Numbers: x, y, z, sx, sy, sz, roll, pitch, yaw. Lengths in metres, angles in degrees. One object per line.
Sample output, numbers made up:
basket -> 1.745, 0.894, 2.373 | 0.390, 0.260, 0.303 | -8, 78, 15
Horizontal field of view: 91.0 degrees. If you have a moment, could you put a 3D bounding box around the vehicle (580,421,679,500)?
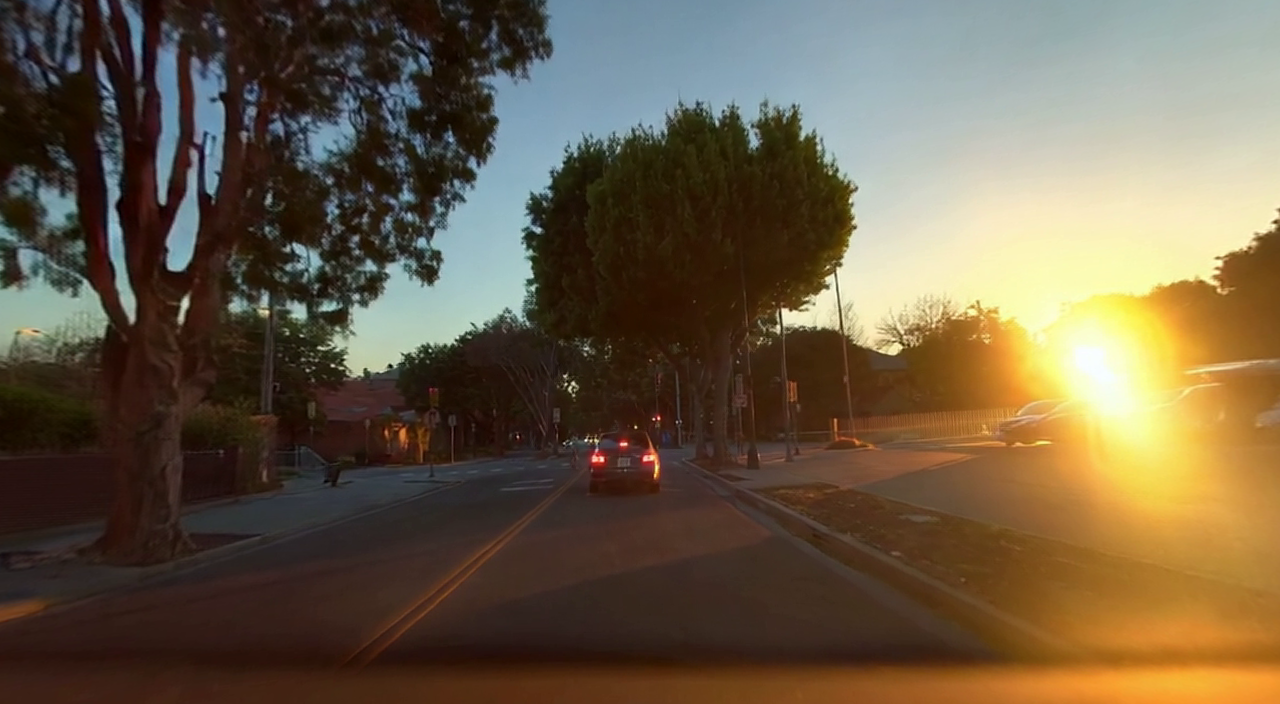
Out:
vehicle -> -0.215, 2.629, 15.611 | 2.142, 1.686, 3.816 | -1, -8, 1

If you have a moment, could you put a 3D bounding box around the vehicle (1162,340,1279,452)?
vehicle -> 12.613, 0.827, 11.343 | 4.350, 1.867, 2.091 | -1, -8, 6
